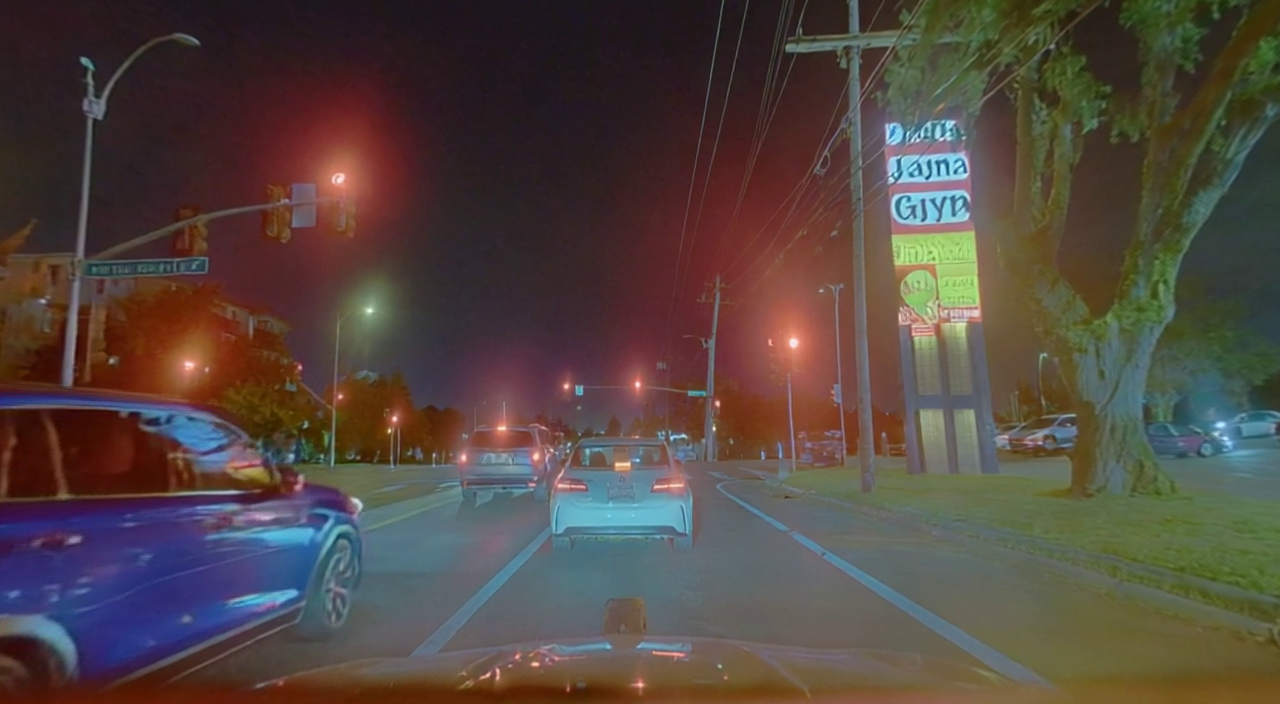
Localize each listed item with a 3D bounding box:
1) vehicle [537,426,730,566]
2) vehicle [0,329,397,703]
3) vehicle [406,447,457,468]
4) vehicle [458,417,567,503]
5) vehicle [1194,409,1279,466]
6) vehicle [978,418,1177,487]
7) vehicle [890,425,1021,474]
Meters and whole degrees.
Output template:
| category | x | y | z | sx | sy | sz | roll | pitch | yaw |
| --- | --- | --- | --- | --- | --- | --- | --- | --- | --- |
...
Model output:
| category | x | y | z | sx | sy | sz | roll | pitch | yaw |
| --- | --- | --- | --- | --- | --- | --- | --- | --- | --- |
| vehicle | -0.152 | 1.859 | 8.963 | 2.070 | 1.481 | 4.216 | 0 | -8 | -2 |
| vehicle | -2.908 | 0.940 | 2.938 | 2.003 | 1.681 | 3.878 | 0 | -8 | 0 |
| vehicle | -15.547 | 7.800 | 46.853 | 2.111 | 1.511 | 4.641 | 6 | -10 | -36 |
| vehicle | -3.035 | 2.669 | 15.989 | 2.106 | 1.852 | 4.512 | 0 | -8 | -4 |
| vehicle | 18.727 | 2.533 | 18.672 | 4.446 | 1.511 | 1.977 | 4 | -10 | -29 |
| vehicle | 10.530 | 2.474 | 15.672 | 1.888 | 1.455 | 4.268 | 0 | -8 | 1 |
| vehicle | 10.647 | 3.330 | 21.717 | 1.842 | 1.471 | 4.481 | 1 | -8 | -6 |
